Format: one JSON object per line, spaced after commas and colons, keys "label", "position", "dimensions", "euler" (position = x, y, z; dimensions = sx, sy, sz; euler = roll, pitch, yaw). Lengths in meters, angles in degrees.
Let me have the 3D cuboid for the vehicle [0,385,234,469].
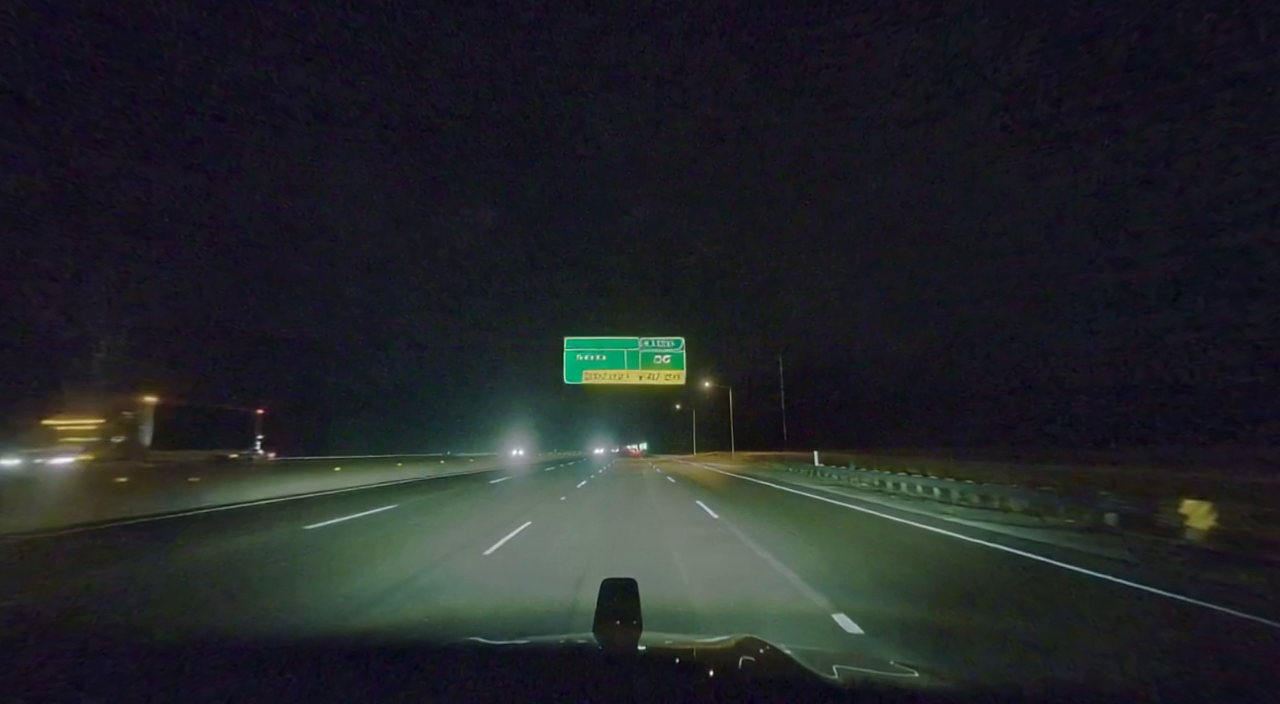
{"label": "vehicle", "position": [-21.089, 3.210, 25.740], "dimensions": [3.509, 2.913, 7.863], "euler": [0, -9, 0]}
